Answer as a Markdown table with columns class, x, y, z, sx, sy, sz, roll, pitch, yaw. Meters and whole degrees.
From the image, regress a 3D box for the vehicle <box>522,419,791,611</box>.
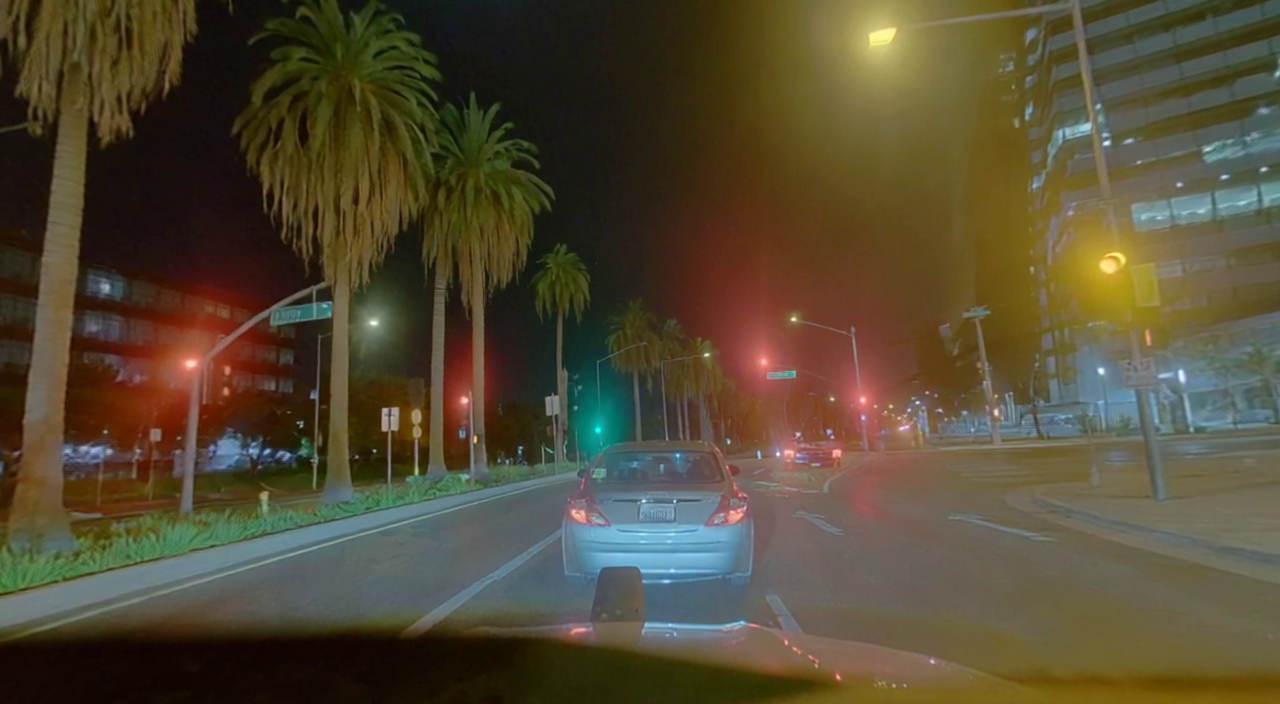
| class | x | y | z | sx | sy | sz | roll | pitch | yaw |
| --- | --- | --- | --- | --- | --- | --- | --- | --- | --- |
| vehicle | 0.151 | 1.589 | 7.058 | 2.096 | 1.492 | 4.071 | 0 | -9 | 1 |
